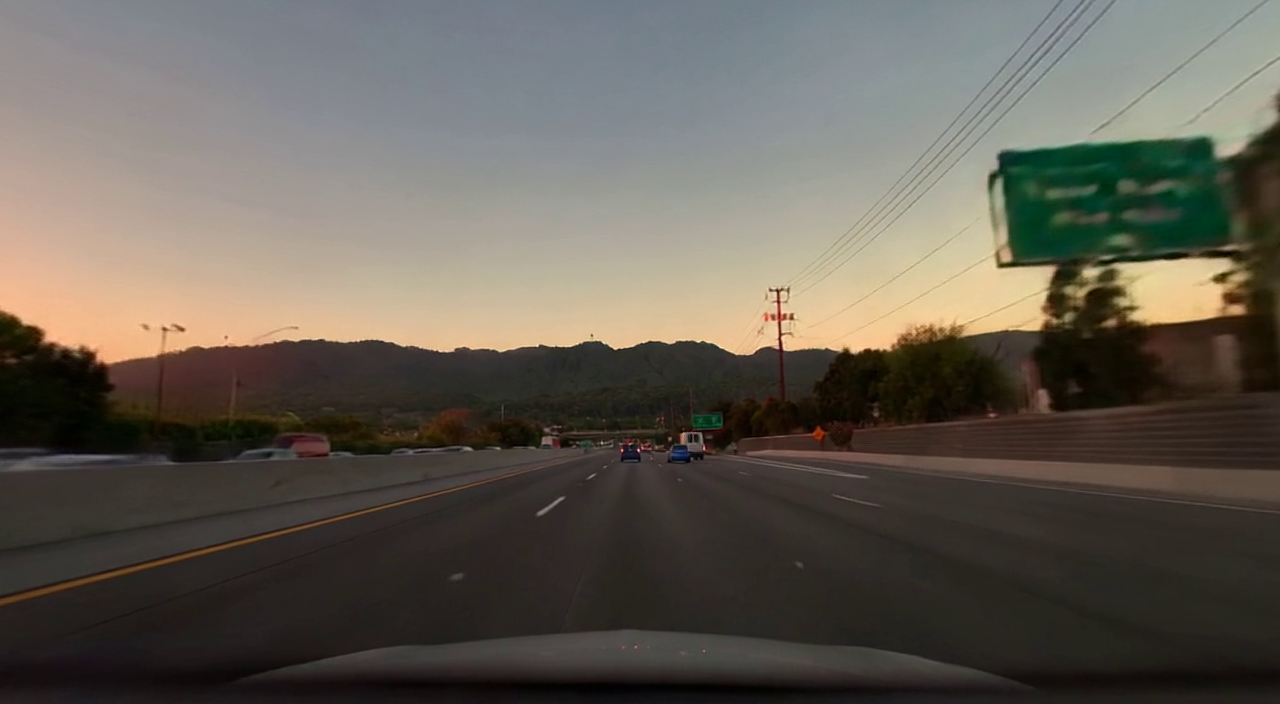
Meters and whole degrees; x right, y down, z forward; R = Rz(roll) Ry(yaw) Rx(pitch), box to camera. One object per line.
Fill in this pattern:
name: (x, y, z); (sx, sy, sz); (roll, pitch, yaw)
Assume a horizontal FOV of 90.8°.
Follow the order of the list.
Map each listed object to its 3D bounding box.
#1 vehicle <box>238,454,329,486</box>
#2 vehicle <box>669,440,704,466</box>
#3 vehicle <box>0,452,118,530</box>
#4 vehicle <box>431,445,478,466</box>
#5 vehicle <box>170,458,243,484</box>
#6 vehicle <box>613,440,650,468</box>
vehicle: (-17.760, 5.857, 31.773); (1.966, 1.450, 4.456); (0, -9, 0)
vehicle: (3.243, 7.202, 45.095); (2.036, 1.796, 4.470); (0, -9, -2)
vehicle: (-13.435, 2.774, 12.689); (1.969, 1.481, 4.595); (0, -9, 0)
vehicle: (-13.998, 7.860, 47.966); (2.147, 1.528, 4.437); (0, -9, 0)
vehicle: (-28.158, 7.730, 41.208); (1.900, 1.551, 3.993); (0, -9, -1)
vehicle: (-0.574, 6.763, 41.860); (2.325, 1.712, 4.592); (0, -9, -1)
